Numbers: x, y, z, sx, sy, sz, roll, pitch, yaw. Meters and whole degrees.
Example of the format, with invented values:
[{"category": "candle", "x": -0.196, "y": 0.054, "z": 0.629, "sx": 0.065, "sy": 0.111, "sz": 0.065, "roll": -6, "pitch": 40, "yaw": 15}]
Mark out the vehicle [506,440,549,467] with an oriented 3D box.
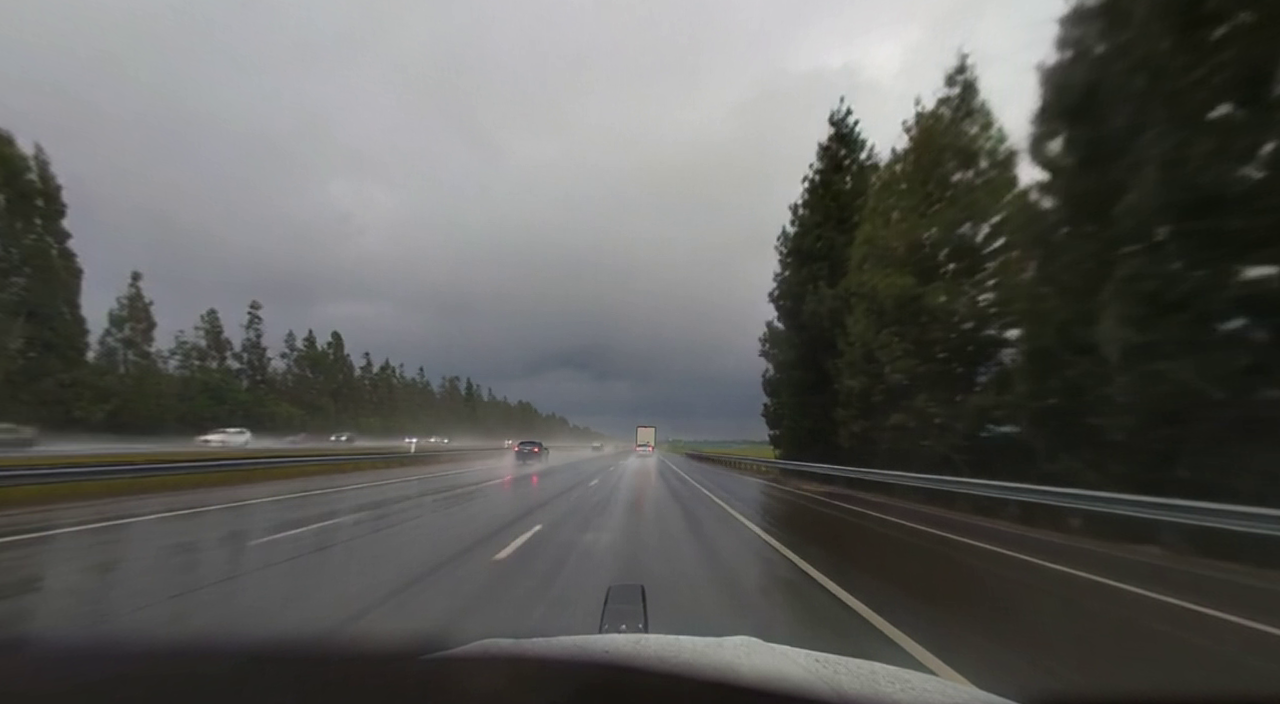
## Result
[{"category": "vehicle", "x": -7.190, "y": 6.523, "z": 40.647, "sx": 1.972, "sy": 1.603, "sz": 3.891, "roll": 0, "pitch": -8, "yaw": 1}]
